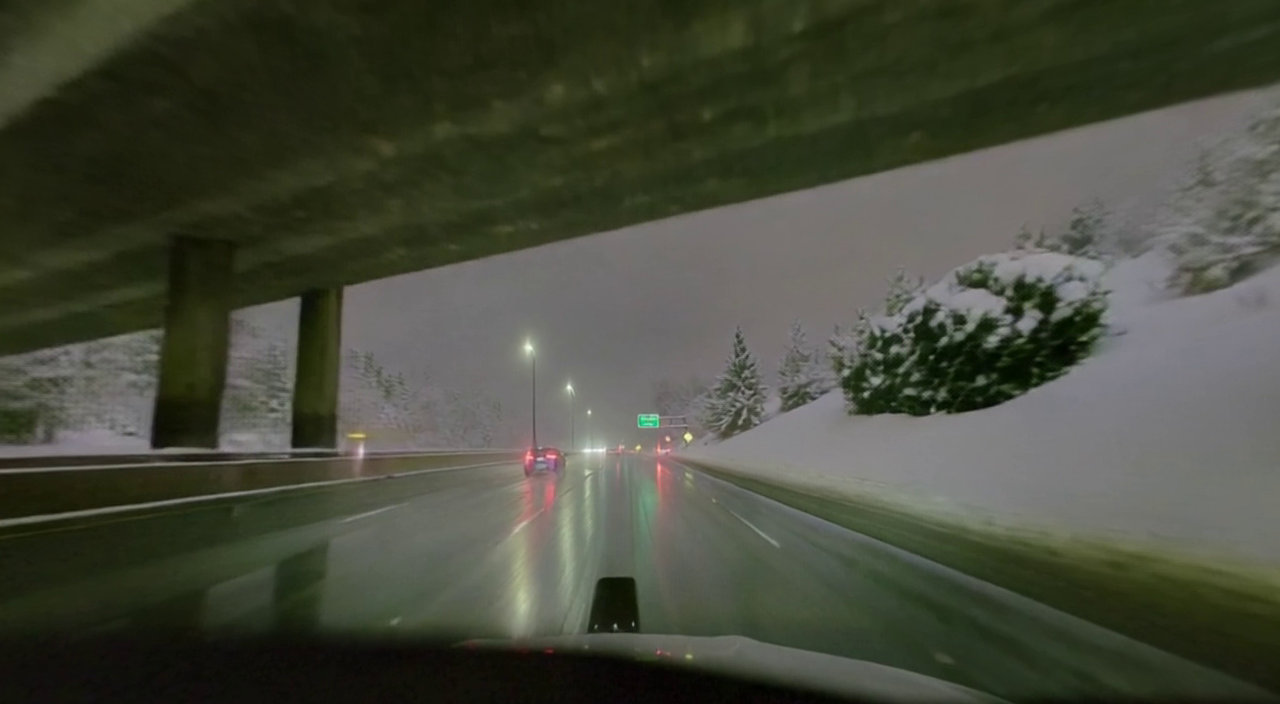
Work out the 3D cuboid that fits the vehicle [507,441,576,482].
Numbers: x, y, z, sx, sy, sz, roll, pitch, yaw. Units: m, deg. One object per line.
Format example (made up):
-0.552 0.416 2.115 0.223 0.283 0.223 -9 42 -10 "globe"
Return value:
-3.858 4.355 25.453 2.037 1.514 4.335 0 -9 0 "vehicle"
